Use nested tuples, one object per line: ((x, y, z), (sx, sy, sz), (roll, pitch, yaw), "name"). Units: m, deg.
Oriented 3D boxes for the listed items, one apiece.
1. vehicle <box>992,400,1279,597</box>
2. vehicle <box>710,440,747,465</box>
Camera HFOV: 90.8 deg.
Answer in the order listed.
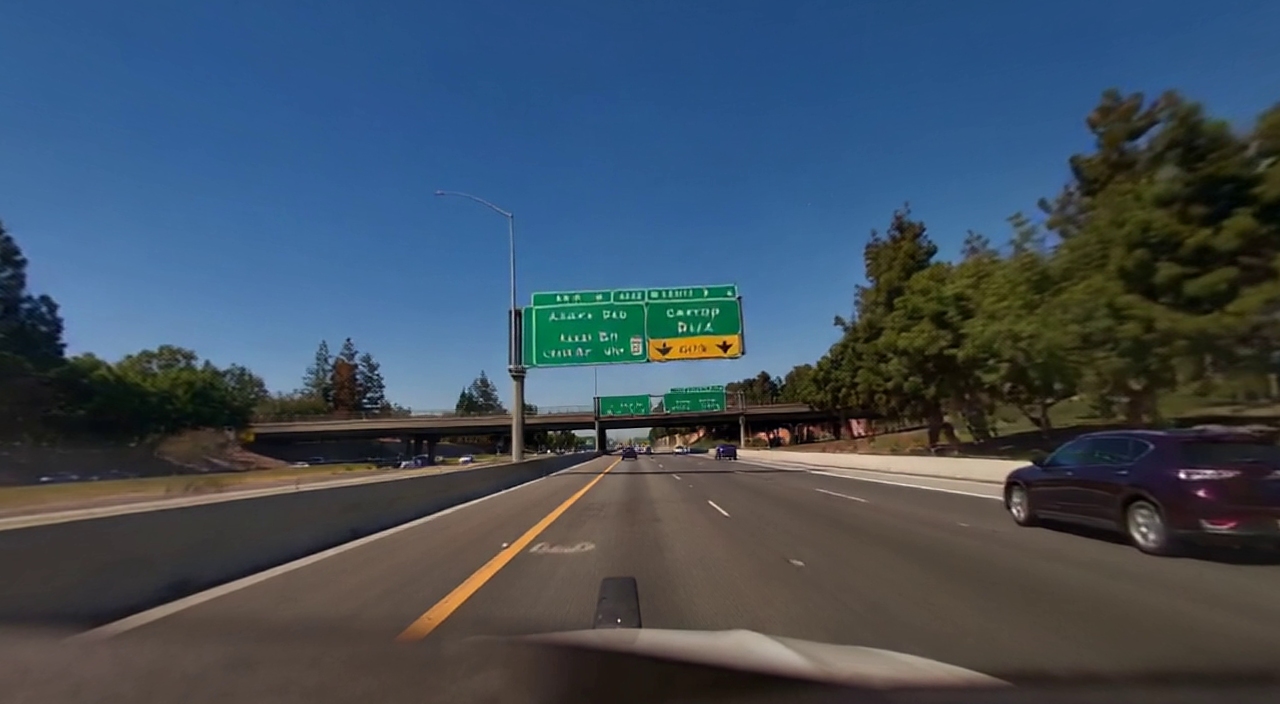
((6.450, 1.513, 7.155), (2.052, 1.660, 4.837), (0, -9, -1), "vehicle")
((6.411, 7.349, 46.311), (2.030, 1.706, 4.279), (0, -9, -1), "vehicle")
